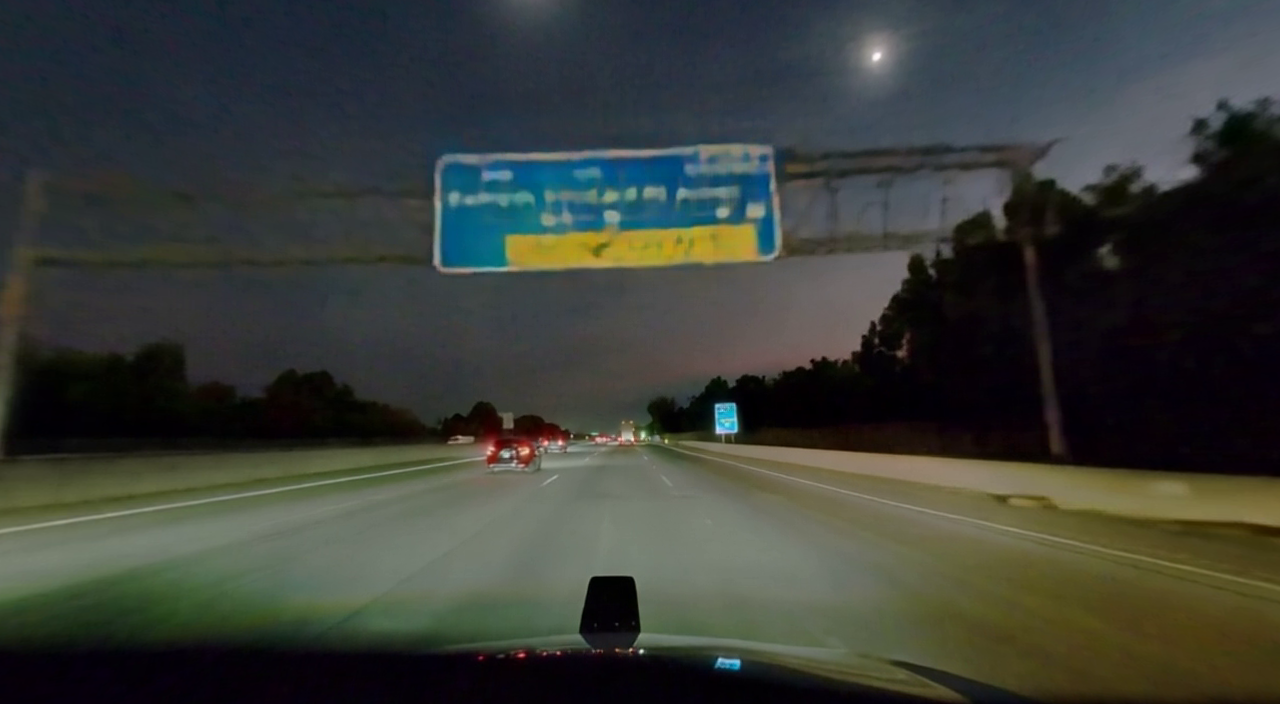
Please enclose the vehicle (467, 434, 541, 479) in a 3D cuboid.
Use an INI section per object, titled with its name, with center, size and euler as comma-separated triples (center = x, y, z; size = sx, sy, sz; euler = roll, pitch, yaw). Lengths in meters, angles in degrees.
[vehicle]
center = -4.856, 3.748, 22.948
size = 1.912, 1.495, 3.703
euler = 0, -8, -1
